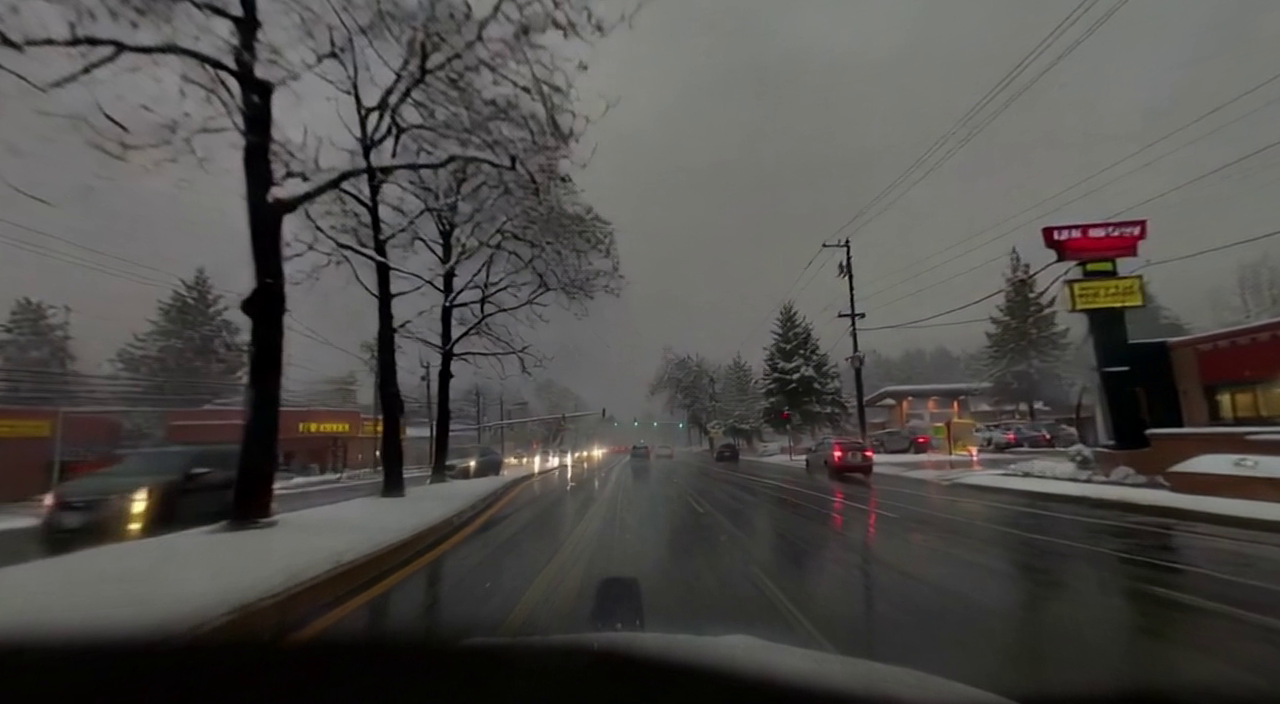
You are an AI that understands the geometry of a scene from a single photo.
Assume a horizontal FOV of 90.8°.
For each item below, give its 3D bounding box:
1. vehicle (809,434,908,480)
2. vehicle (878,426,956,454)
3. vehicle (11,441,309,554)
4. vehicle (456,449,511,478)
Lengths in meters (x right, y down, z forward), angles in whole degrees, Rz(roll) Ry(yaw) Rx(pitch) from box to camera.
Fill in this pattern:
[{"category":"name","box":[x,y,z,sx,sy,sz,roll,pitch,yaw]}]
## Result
[{"category":"vehicle","box":[9.320,4.546,27.570,2.358,1.785,5.404,0,-8,0]},{"category":"vehicle","box":[21.342,6.794,48.690,5.151,1.780,2.146,-9,-9,27]},{"category":"vehicle","box":[-8.579,2.567,11.998,2.113,1.703,4.459,0,-8,0]},{"category":"vehicle","box":[-8.591,6.133,35.085,1.888,1.454,4.420,0,-8,0]}]
